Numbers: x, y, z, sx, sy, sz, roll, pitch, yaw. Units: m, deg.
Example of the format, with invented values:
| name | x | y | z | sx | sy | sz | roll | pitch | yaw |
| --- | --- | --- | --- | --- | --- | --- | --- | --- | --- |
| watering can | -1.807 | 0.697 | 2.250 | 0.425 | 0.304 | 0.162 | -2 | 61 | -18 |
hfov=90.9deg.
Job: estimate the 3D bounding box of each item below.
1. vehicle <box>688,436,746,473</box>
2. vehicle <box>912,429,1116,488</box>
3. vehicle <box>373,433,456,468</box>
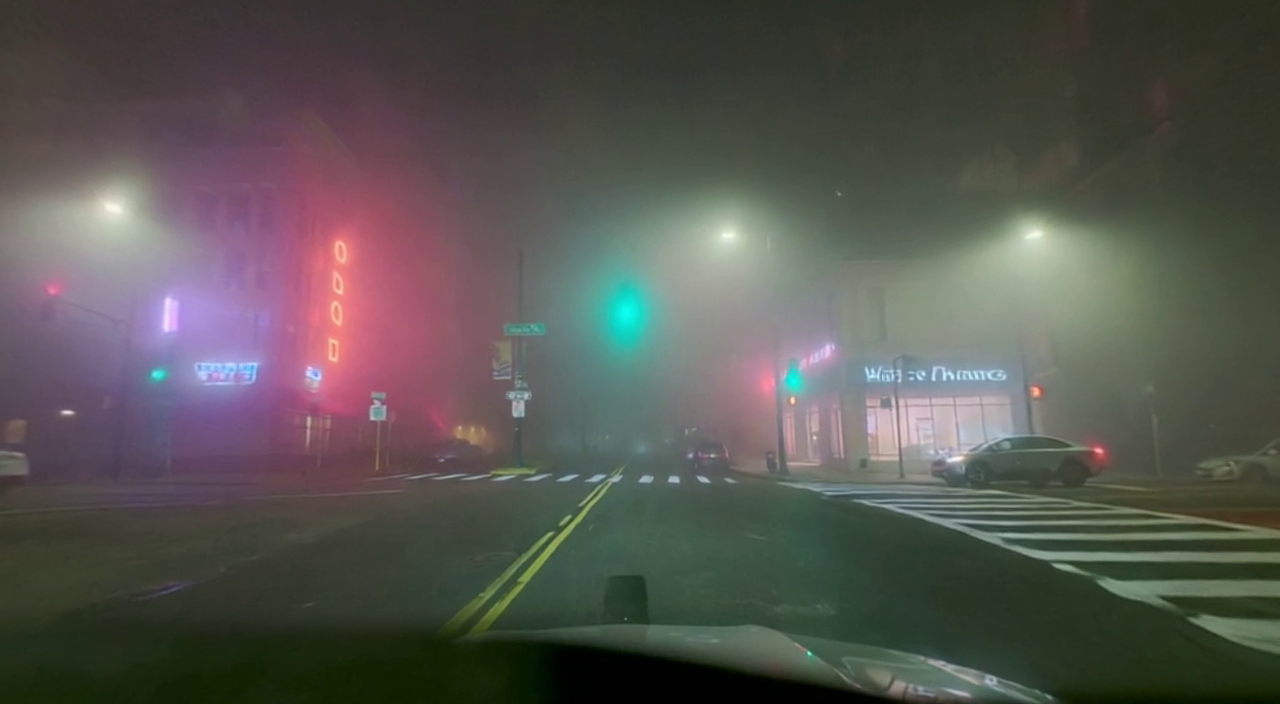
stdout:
| name | x | y | z | sx | sy | sz | roll | pitch | yaw |
| --- | --- | --- | --- | --- | --- | --- | --- | --- | --- |
| vehicle | 3.426 | 4.636 | 28.926 | 2.120 | 1.560 | 4.402 | 0 | -7 | 0 |
| vehicle | 10.201 | 2.907 | 17.476 | 4.330 | 1.517 | 2.045 | 0 | -7 | 0 |
| vehicle | -12.454 | 5.388 | 34.756 | 4.447 | 1.790 | 2.206 | -6 | -9 | 38 |
